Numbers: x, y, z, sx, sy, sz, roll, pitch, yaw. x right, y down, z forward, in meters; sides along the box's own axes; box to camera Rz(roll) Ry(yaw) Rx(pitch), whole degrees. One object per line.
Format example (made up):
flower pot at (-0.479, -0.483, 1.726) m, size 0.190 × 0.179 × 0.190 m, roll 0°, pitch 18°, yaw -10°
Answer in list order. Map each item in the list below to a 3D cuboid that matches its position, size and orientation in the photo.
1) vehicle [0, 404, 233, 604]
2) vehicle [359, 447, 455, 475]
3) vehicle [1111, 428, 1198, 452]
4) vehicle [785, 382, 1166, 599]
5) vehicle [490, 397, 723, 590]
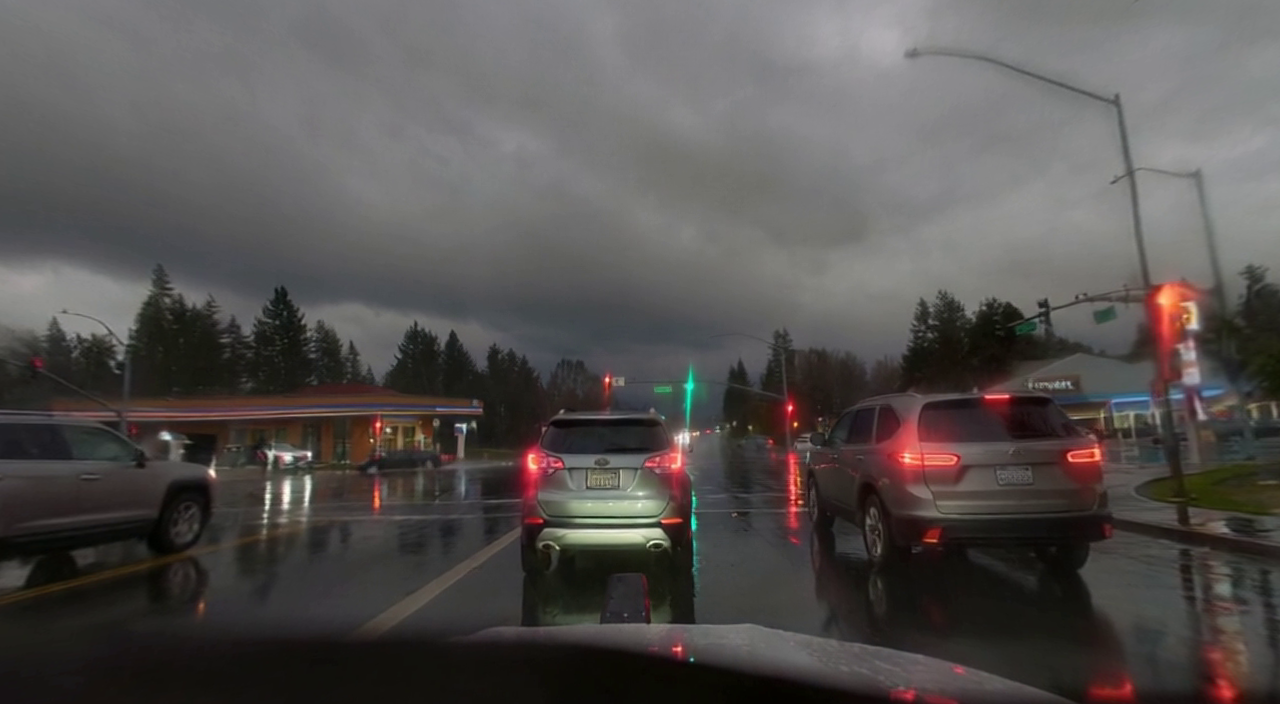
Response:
vehicle at (-6.725, 1.447, 6.224) m, size 2.011 × 1.774 × 4.866 m, roll 0°, pitch -9°, yaw 2°
vehicle at (-13.015, 6.105, 35.415) m, size 4.669 × 1.469 × 1.855 m, roll 0°, pitch -9°, yaw -3°
vehicle at (34.304, 5.879, 42.090) m, size 4.276 × 1.579 × 1.762 m, roll 0°, pitch -9°, yaw -3°
vehicle at (3.266, 1.462, 7.432) m, size 2.083 × 1.779 × 4.347 m, roll 0°, pitch -9°, yaw 0°
vehicle at (-0.240, 1.564, 7.692) m, size 2.067 × 1.702 × 3.987 m, roll 0°, pitch -9°, yaw 2°
